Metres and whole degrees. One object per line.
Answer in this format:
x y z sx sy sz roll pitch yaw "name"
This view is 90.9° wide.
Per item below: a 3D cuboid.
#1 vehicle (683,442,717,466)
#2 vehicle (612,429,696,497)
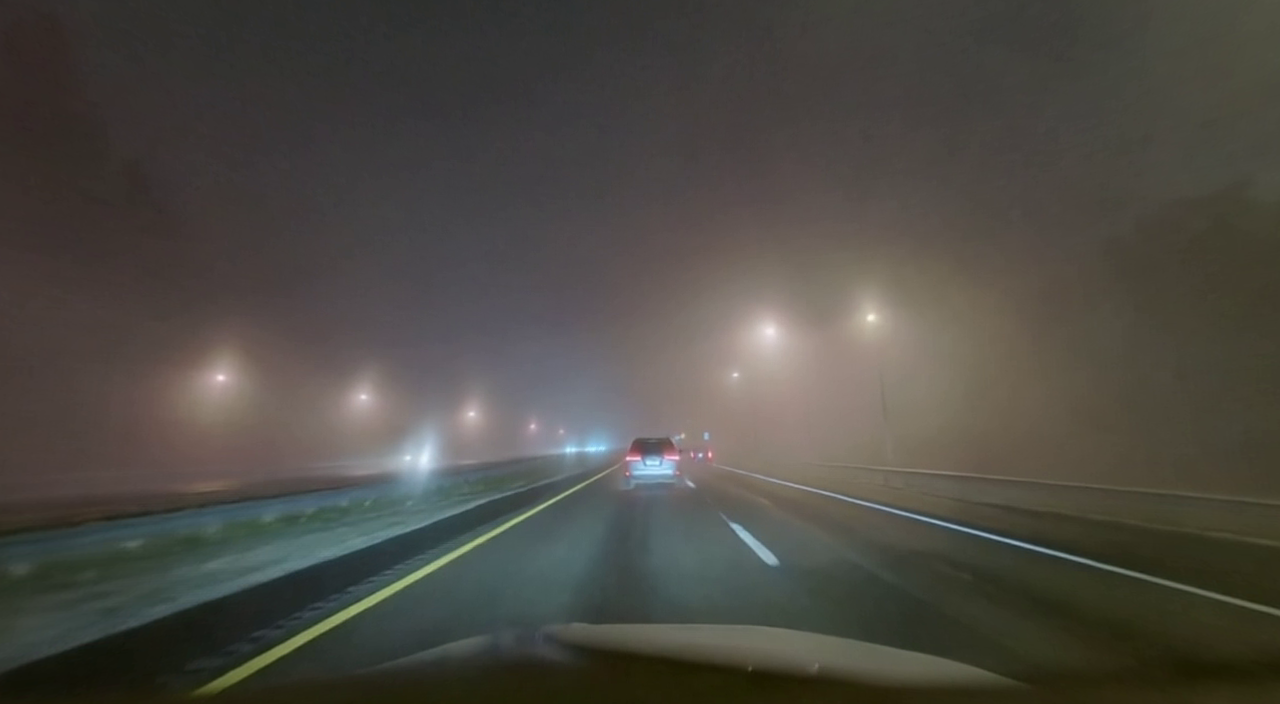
4.311 7.341 45.705 2.073 1.621 3.993 -1 -9 0 "vehicle"
0.426 3.204 18.538 2.143 1.693 4.513 -1 -9 2 "vehicle"
